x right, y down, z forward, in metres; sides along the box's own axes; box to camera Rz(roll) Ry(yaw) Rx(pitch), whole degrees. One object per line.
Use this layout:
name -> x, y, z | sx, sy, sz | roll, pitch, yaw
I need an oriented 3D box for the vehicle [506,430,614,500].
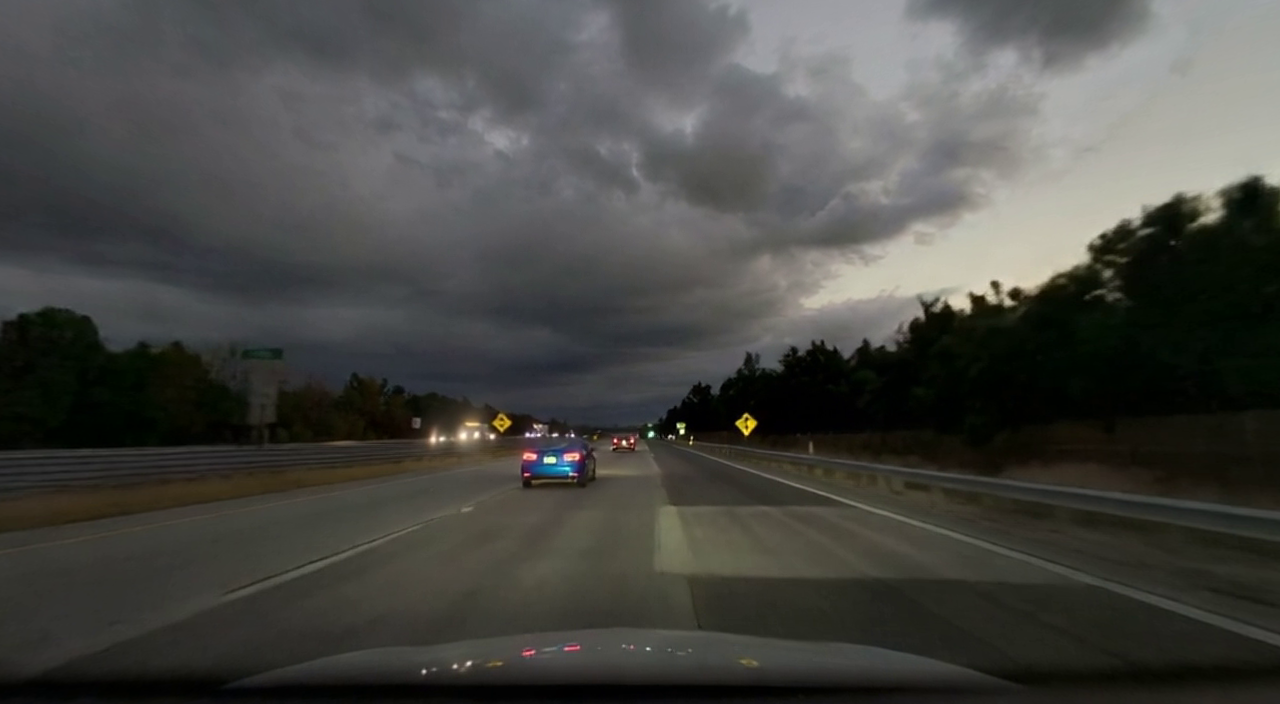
vehicle -> -1.778, 2.674, 15.419 | 1.977, 1.443, 4.225 | 0, -8, 2
